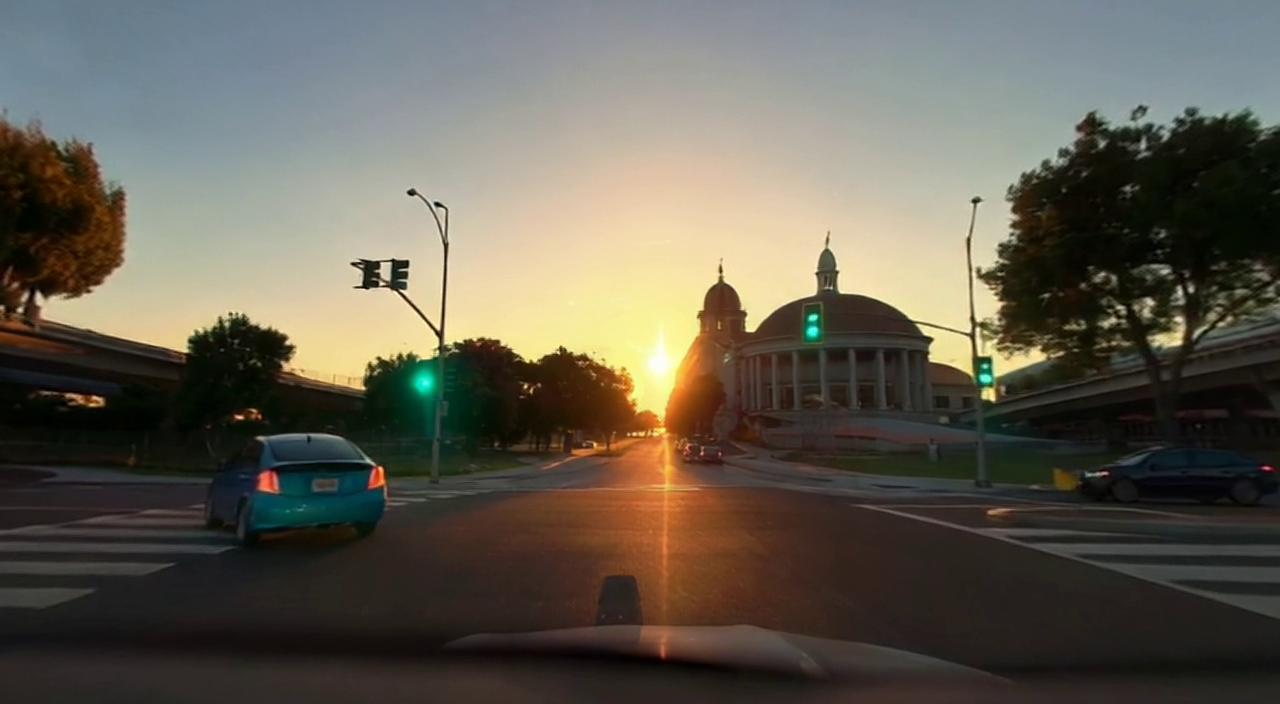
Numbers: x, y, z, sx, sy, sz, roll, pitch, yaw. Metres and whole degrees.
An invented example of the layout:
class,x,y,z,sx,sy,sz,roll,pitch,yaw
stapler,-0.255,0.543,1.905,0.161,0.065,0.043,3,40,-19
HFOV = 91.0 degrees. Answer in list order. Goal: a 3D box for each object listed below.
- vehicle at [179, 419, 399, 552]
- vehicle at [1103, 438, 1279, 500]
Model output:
class,x,y,z,sx,sy,sz,roll,pitch,yaw
vehicle,-5.501,1.924,9.685,1.976,1.584,3.772,8,-12,-43
vehicle,16.557,3.394,18.430,4.345,1.672,1.973,0,-9,3
